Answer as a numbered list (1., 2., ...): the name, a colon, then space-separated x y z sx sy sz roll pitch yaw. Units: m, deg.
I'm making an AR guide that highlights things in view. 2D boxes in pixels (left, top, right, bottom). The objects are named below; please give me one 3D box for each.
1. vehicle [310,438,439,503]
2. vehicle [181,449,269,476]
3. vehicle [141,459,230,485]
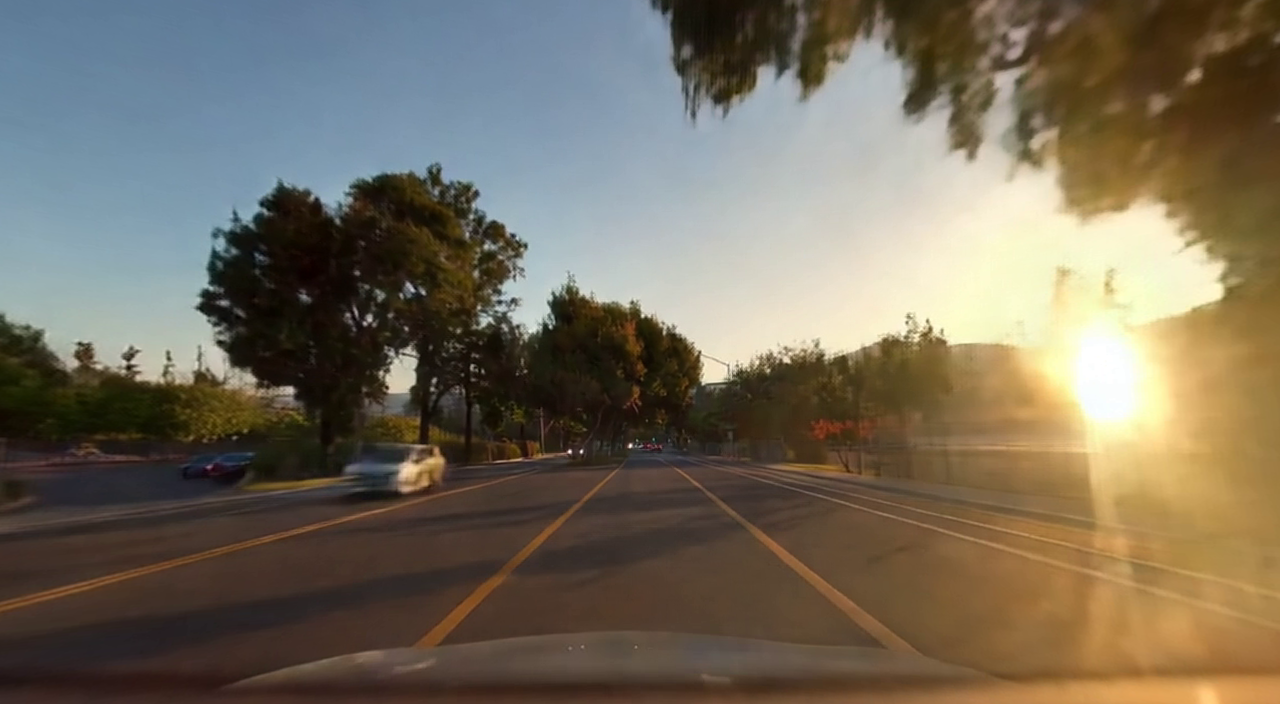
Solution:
1. vehicle: -7.748 3.475 18.969 1.979 1.684 4.289 0 -8 0
2. vehicle: -26.468 7.056 40.370 4.140 1.635 2.059 0 -8 -1
3. vehicle: -27.070 7.124 37.685 3.977 1.453 1.768 0 -9 3
